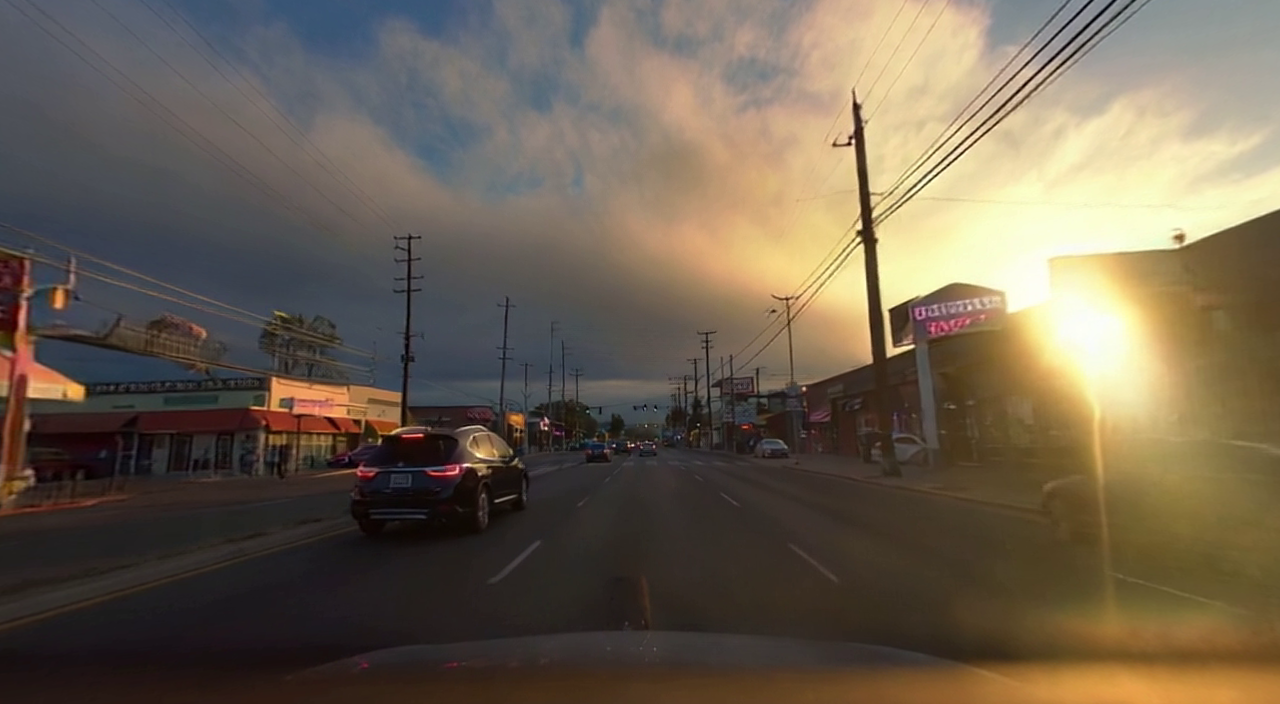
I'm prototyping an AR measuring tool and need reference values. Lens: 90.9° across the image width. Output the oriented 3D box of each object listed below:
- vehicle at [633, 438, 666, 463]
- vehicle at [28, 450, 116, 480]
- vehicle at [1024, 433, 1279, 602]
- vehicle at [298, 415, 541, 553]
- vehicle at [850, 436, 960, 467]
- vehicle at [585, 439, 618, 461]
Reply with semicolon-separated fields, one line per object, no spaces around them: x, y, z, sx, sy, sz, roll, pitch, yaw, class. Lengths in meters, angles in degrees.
0.625;6.348;40.664;2.037;1.484;4.073;0;-9;1;vehicle
-32.406;6.444;35.949;4.435;1.483;1.990;-5;-8;24;vehicle
6.679;1.726;7.265;1.896;1.497;4.032;0;-9;-1;vehicle
-3.019;1.924;9.876;2.049;1.646;4.445;0;-9;2;vehicle
13.425;5.062;32.110;4.707;1.485;1.948;0;-9;-1;vehicle
-2.745;7.085;45.584;1.950;1.450;4.257;0;-9;2;vehicle
